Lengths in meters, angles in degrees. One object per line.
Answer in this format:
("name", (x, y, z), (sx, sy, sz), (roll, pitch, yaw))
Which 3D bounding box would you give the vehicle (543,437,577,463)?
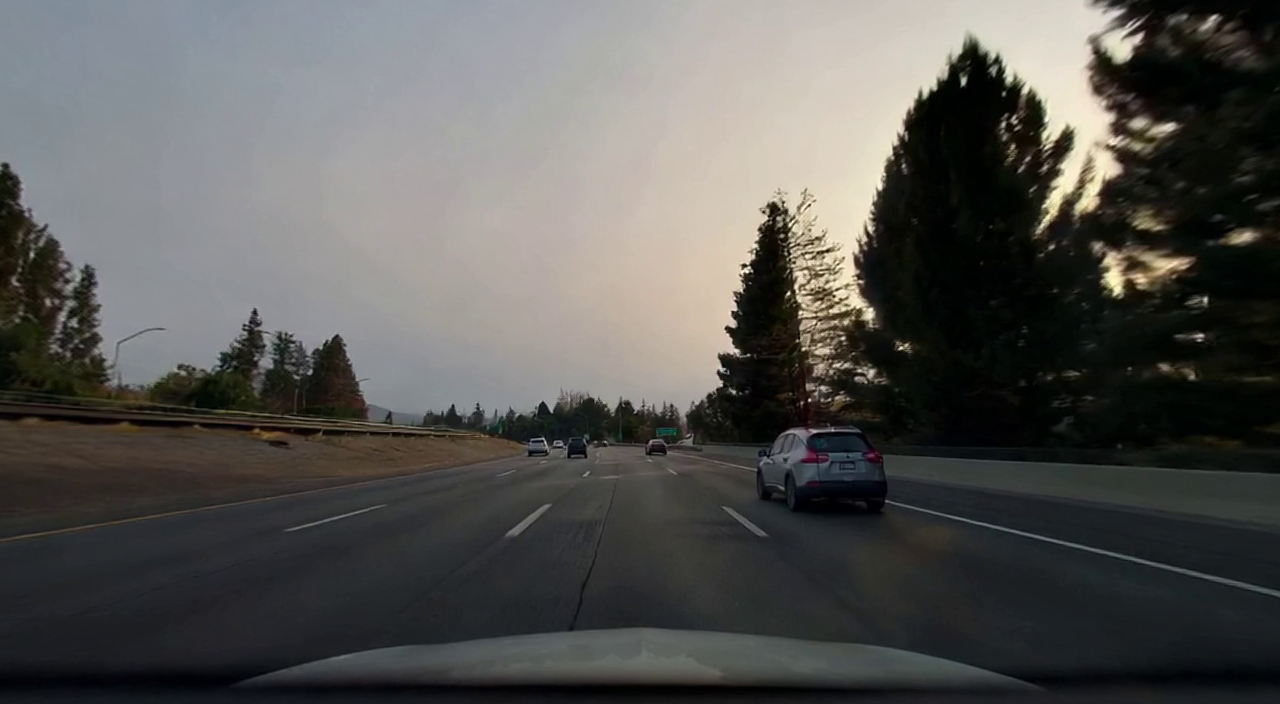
("vehicle", (-5.441, 6.711, 43.341), (2.064, 1.645, 4.286), (1, -8, -4))

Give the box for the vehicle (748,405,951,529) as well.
("vehicle", (3.443, 1.990, 11.422), (2.043, 1.795, 4.347), (0, -8, -2))
